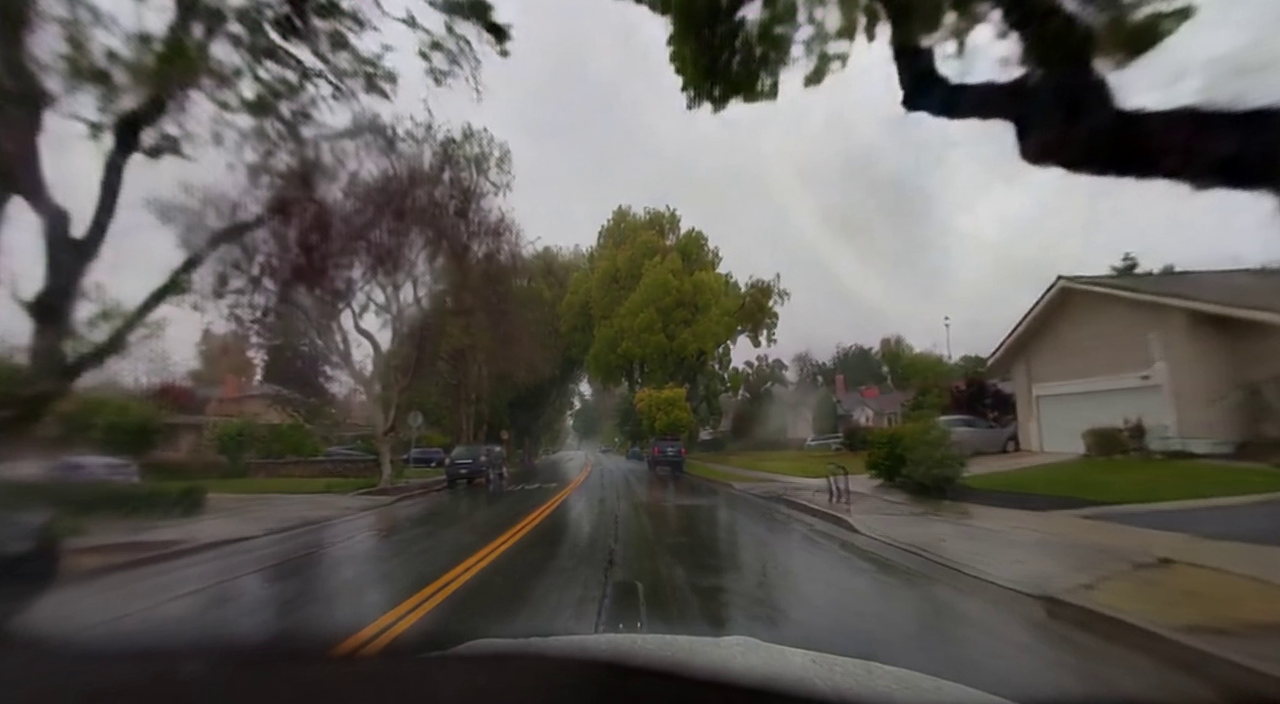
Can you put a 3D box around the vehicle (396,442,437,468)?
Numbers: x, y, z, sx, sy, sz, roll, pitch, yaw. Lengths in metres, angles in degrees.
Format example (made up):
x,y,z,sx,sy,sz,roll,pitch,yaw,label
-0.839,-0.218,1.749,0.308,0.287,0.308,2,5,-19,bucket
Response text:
x,y,z,sx,sy,sz,roll,pitch,yaw,label
-17.414,8.034,49.418,1.933,1.837,4.670,-1,-8,-5,vehicle

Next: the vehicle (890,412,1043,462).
x,y,z,sx,sy,sz,roll,pitch,yaw,label
12.991,3.438,25.399,4.938,1.830,2.024,-1,-9,0,vehicle

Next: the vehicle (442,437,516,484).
x,y,z,sx,sy,sz,roll,pitch,yaw,label
-6.990,4.827,28.151,2.102,1.801,5.574,-1,-10,-3,vehicle

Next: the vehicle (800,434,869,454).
x,y,z,sx,sy,sz,roll,pitch,yaw,label
14.636,6.915,47.659,4.560,1.350,1.882,-2,-8,0,vehicle

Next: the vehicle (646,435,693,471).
x,y,z,sx,sy,sz,roll,pitch,yaw,label
1.466,5.322,33.493,2.007,1.702,4.430,-1,-8,-3,vehicle

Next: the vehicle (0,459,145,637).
x,y,z,sx,sy,sz,roll,pitch,yaw,label
-6.144,1.387,3.761,2.004,1.400,5.505,-2,-10,0,vehicle
